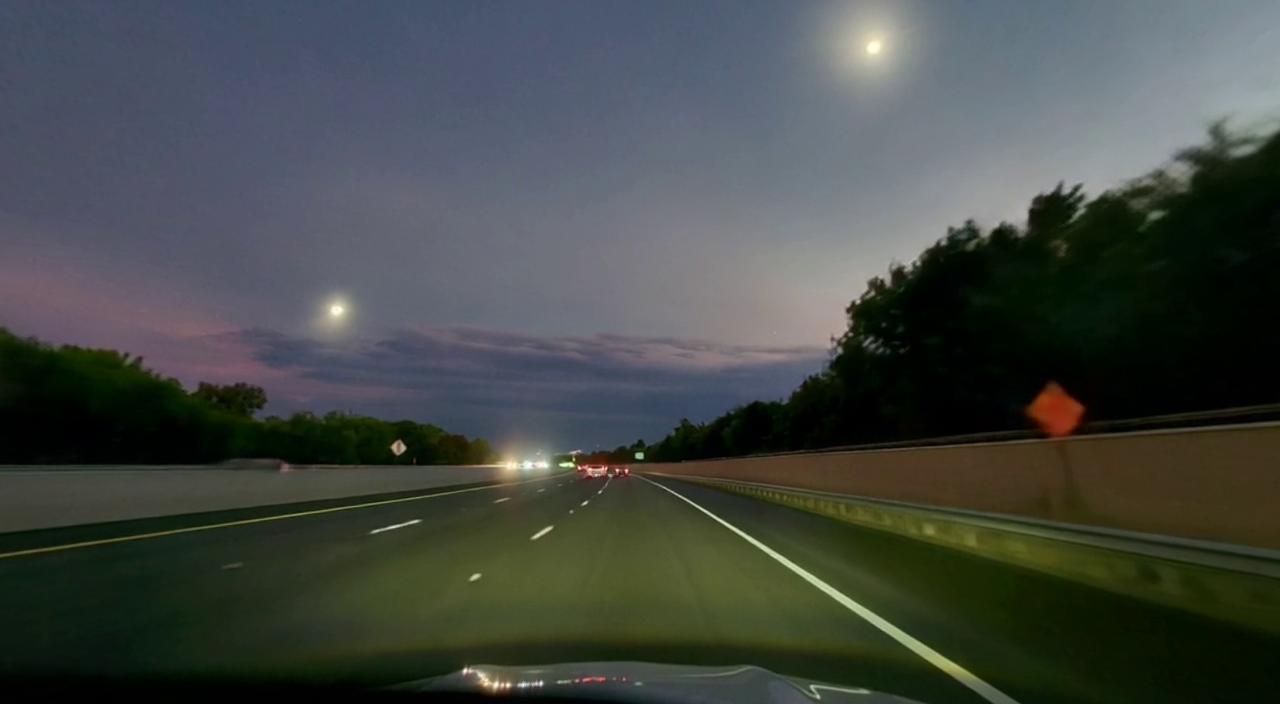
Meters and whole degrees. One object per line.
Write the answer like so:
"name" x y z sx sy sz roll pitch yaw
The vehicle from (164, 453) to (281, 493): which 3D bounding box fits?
"vehicle" -16.492 4.816 25.170 1.795 1.451 4.116 1 -10 0
